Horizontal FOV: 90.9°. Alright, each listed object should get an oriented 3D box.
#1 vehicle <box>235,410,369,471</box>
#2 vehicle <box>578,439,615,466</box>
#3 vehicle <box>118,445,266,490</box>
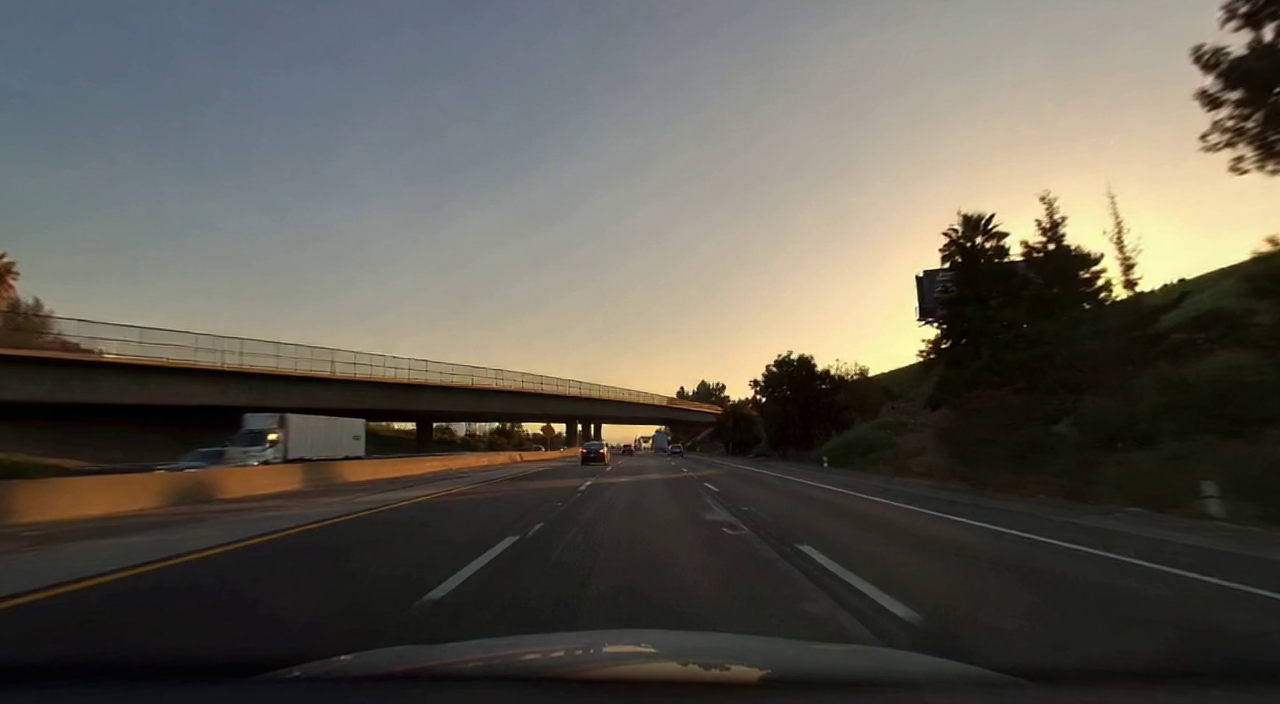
[{"bbox_3d":[-24.363,6.567,46.623,3.300,3.947,11.672,0,-8,0],"label":"vehicle"},{"bbox_3d":[-2.976,7.002,44.077,2.319,1.738,4.355,0,-8,0],"label":"vehicle"},{"bbox_3d":[-16.275,4.180,23.285,2.051,1.469,4.569,0,-8,0],"label":"vehicle"}]
